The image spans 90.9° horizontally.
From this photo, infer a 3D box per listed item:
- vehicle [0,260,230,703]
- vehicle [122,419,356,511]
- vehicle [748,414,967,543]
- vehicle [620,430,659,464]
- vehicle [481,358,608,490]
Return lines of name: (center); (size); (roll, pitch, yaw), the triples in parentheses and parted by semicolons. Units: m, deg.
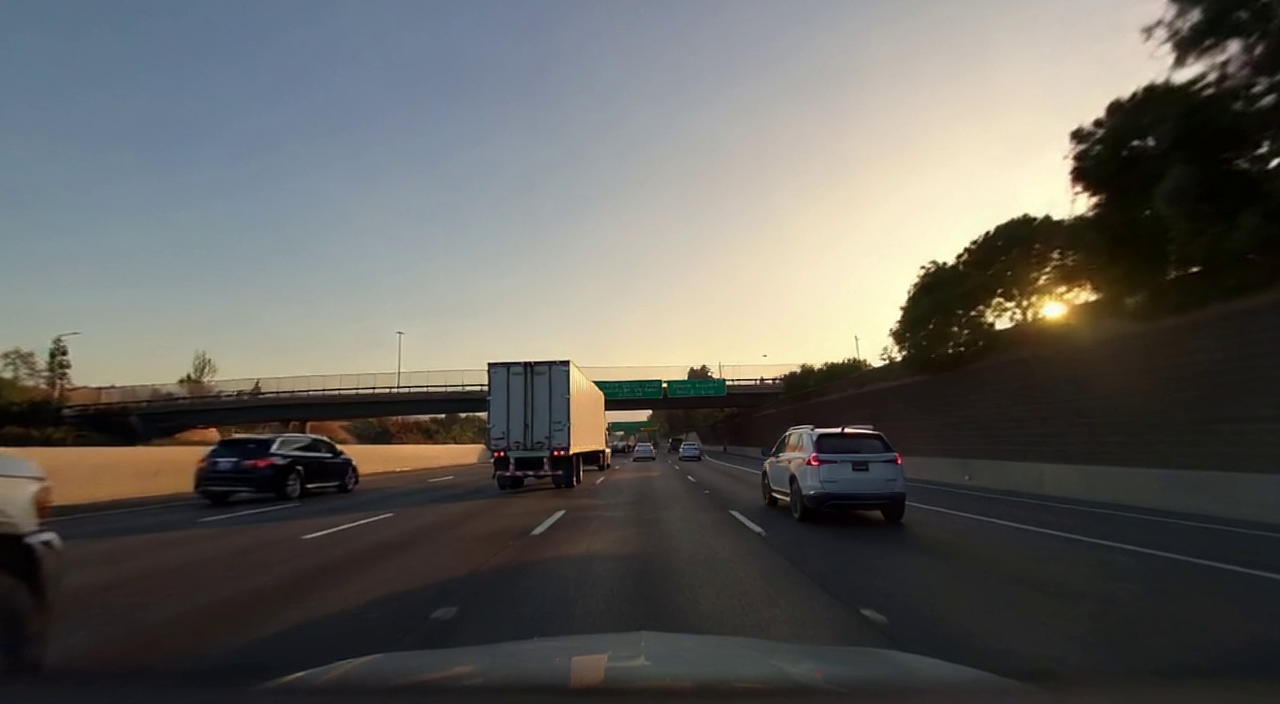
vehicle: (-3.623, 0.389, 0.114); (2.645, 2.023, 6.491); (0, -8, 1)
vehicle: (-10.374, 2.985, 17.209); (2.388, 2.031, 5.951); (-1, -8, 1)
vehicle: (3.214, 1.970, 10.457); (2.028, 1.658, 4.334); (0, -8, -1)
vehicle: (-0.032, 7.431, 49.139); (2.848, 2.453, 5.509); (0, -8, 1)
vehicle: (-3.353, 3.367, 27.435); (2.869, 4.108, 15.564); (0, -8, 1)
